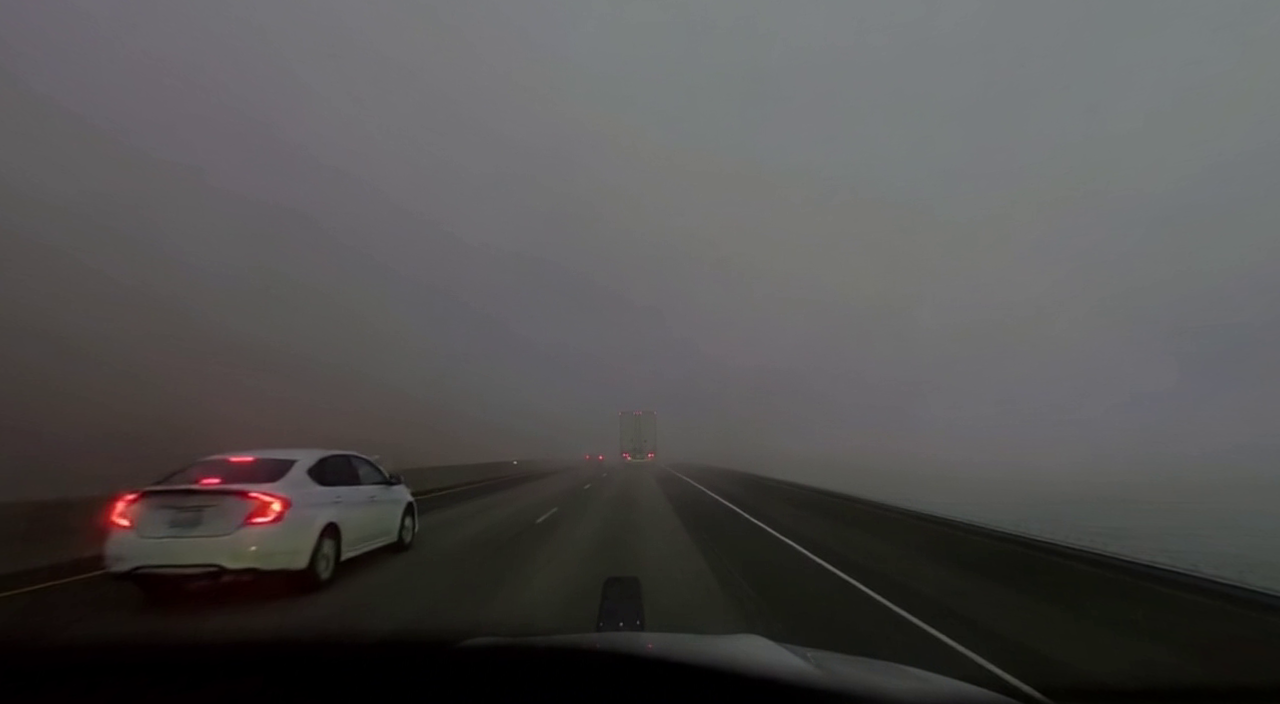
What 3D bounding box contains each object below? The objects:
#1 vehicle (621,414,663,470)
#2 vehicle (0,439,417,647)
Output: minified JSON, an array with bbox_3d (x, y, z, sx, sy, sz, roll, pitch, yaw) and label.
[{"bbox_3d":[-0.022,6.897,47.980,2.864,3.805,9.500,0,-9,-2],"label":"vehicle"},{"bbox_3d":[-4.014,1.673,6.580,1.839,1.451,4.097,0,-9,1],"label":"vehicle"}]
